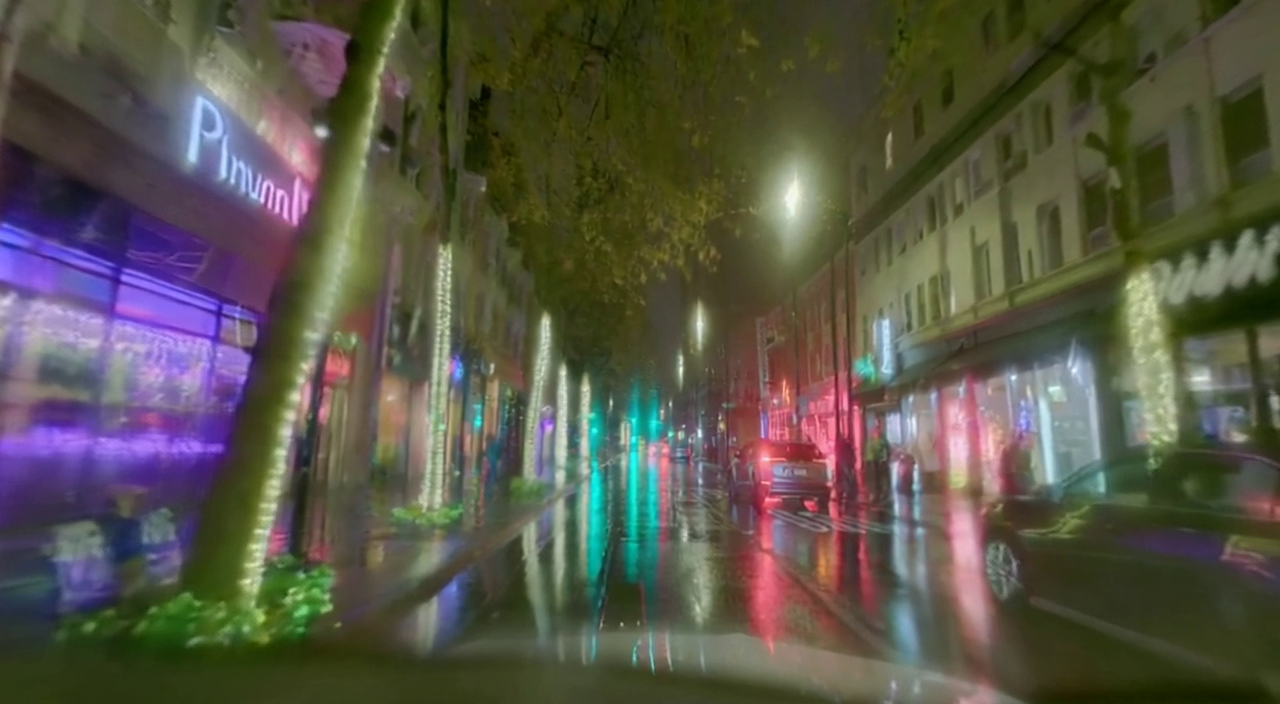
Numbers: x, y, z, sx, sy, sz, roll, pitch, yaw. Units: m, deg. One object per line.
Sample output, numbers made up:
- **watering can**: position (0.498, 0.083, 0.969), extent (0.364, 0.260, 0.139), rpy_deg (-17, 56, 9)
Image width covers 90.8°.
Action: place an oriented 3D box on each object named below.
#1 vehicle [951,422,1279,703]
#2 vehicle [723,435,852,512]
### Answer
- **vehicle**: position (4.001, 1.181, 3.722), extent (1.977, 1.478, 4.458), rpy_deg (0, -8, -1)
- **vehicle**: position (3.328, 2.820, 15.216), extent (1.971, 1.559, 4.326), rpy_deg (0, -8, -1)
